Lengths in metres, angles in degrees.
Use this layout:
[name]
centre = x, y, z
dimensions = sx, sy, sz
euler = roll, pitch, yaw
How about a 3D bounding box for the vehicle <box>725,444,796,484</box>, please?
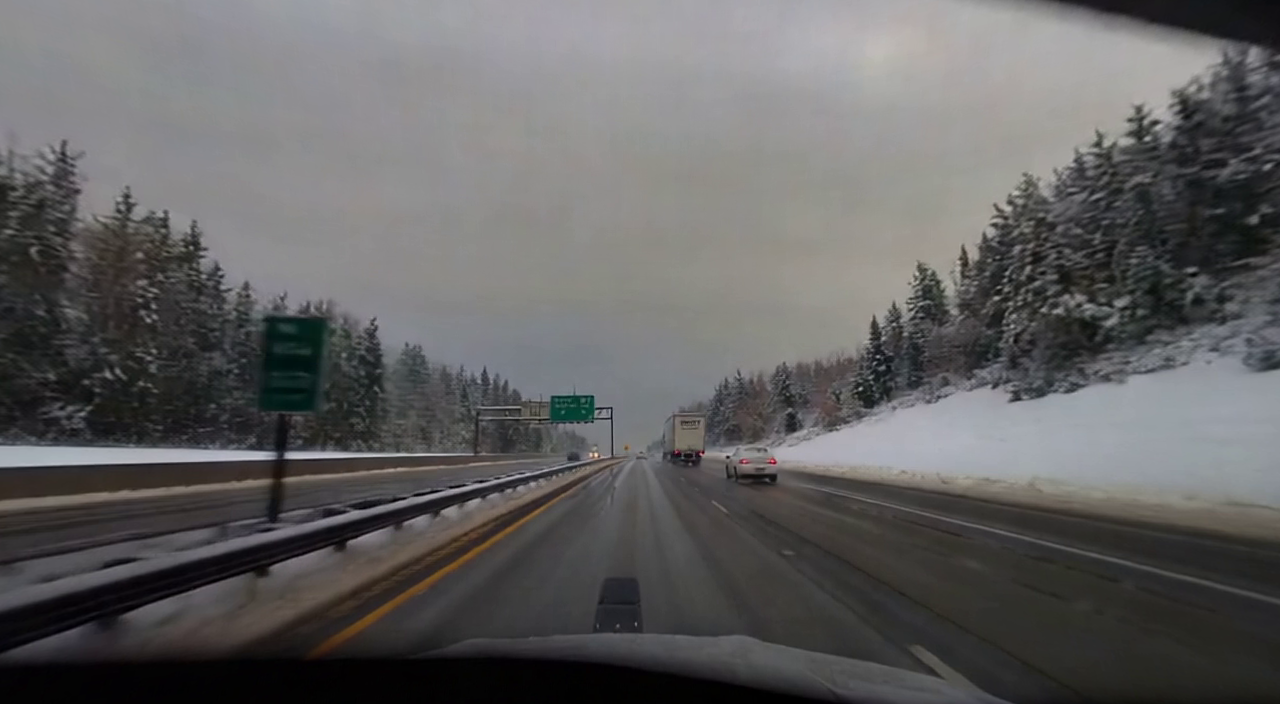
[vehicle]
centre = 4.797, 4.517, 25.610
dimensions = 1.917, 1.471, 4.149
euler = 0, -9, -2
